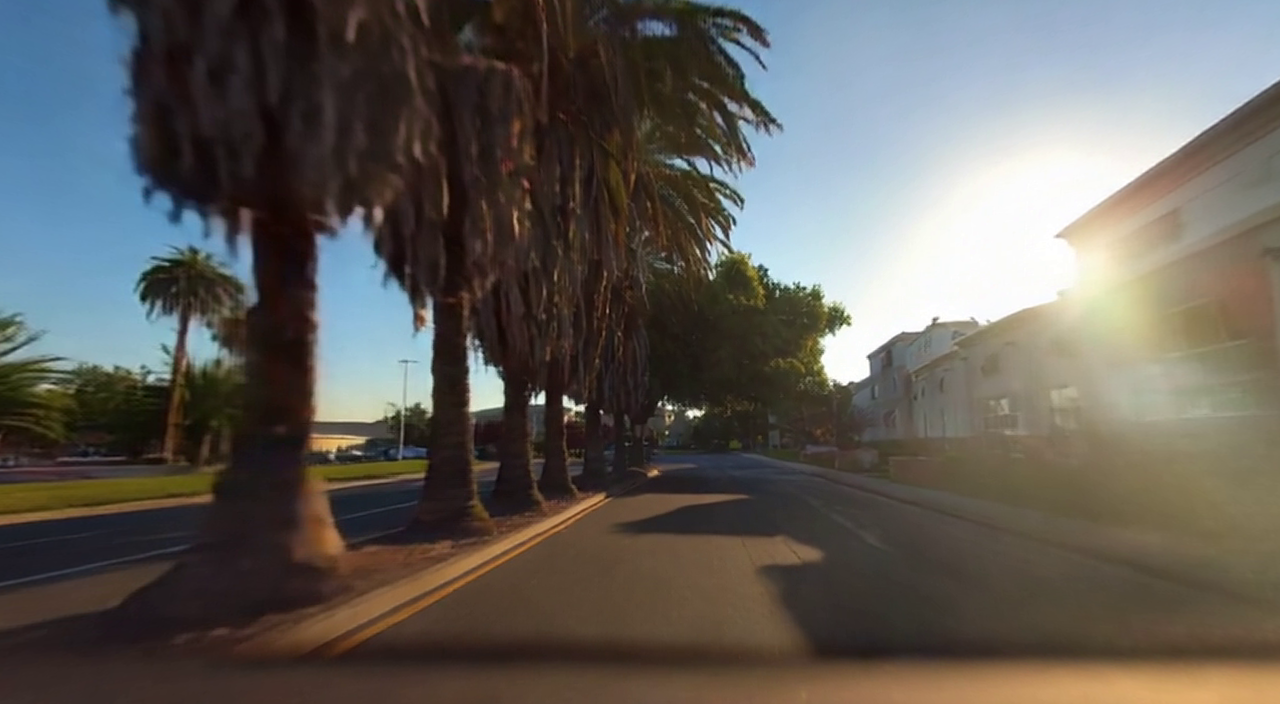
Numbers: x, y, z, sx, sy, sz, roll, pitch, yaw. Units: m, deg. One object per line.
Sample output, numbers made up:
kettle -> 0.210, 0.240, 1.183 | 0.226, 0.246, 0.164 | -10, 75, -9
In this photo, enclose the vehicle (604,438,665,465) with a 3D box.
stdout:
vehicle -> -0.462, 7.213, 46.046 | 2.174, 1.863, 4.651 | 5, -10, -34
